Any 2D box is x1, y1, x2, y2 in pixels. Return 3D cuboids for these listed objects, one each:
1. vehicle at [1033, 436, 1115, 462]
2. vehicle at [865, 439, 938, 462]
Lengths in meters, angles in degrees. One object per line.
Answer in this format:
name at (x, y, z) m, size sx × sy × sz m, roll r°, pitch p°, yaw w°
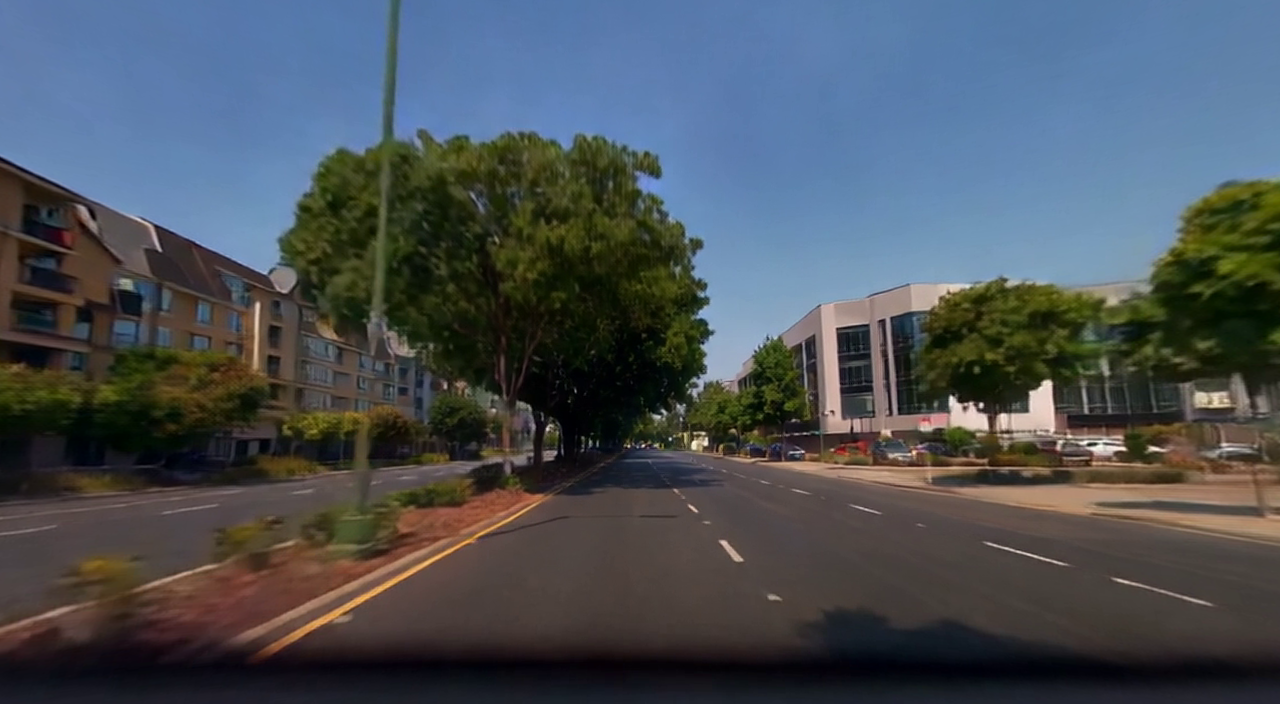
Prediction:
vehicle at (29.260, 6.511, 42.635) m, size 4.279 × 1.648 × 1.982 m, roll 1°, pitch -9°, yaw -10°
vehicle at (20.123, 7.627, 48.793) m, size 4.661 × 1.710 × 2.127 m, roll 0°, pitch -9°, yaw -1°
